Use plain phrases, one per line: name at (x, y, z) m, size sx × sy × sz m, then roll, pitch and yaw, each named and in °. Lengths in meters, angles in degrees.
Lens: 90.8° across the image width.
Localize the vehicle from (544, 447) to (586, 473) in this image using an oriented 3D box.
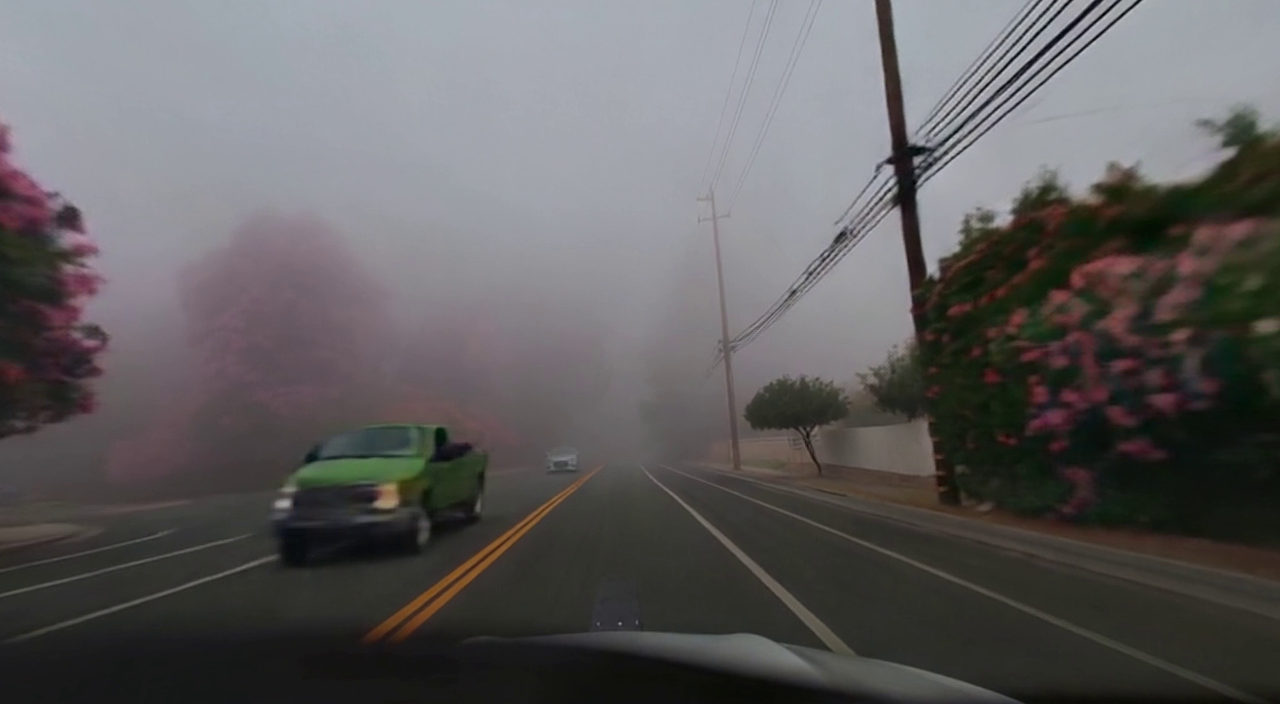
vehicle at (-4.500, 6.527, 38.403) m, size 2.074 × 1.511 × 4.126 m, roll 0°, pitch -9°, yaw 0°

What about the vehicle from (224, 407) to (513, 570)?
vehicle at (-3.708, 1.988, 10.042) m, size 2.357 × 1.893 × 5.084 m, roll 0°, pitch -9°, yaw -1°

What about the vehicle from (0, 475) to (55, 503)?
vehicle at (-36.979, 8.018, 36.891) m, size 1.669 × 1.429 × 4.145 m, roll -2°, pitch -8°, yaw -1°
